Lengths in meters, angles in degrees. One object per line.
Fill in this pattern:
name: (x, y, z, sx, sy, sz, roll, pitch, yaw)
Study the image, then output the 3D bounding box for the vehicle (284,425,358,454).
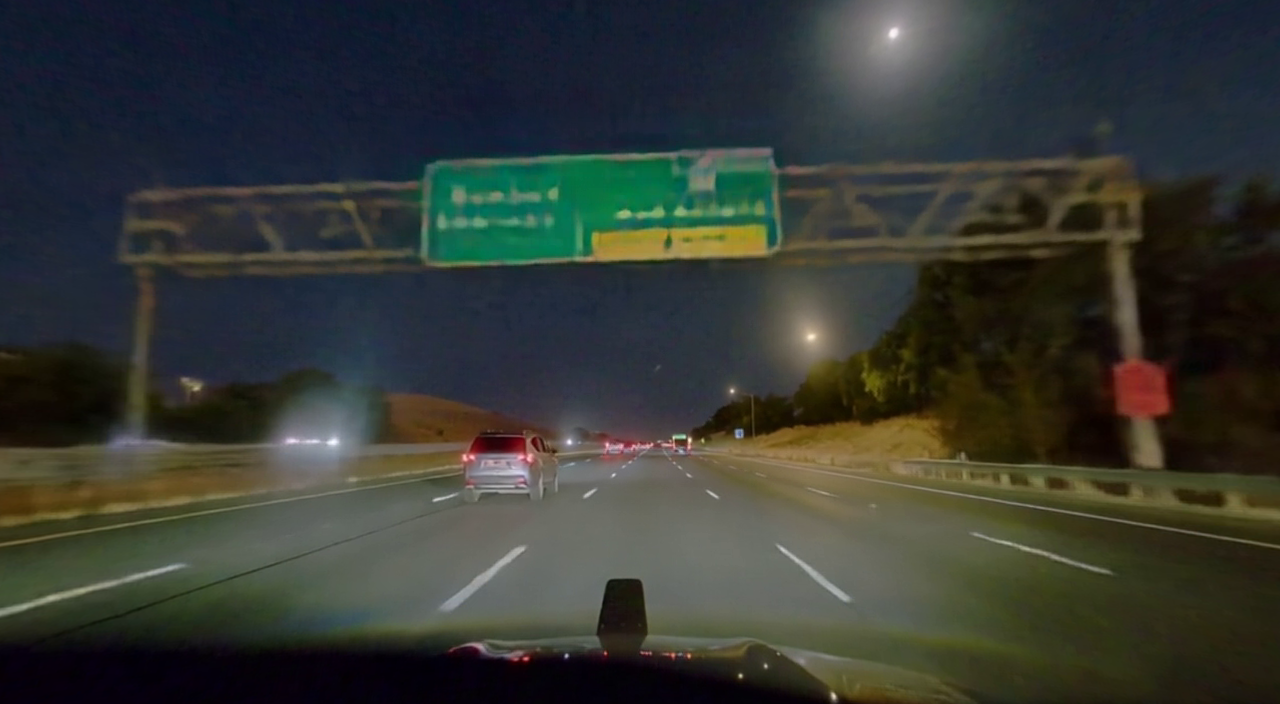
vehicle: (-23.917, 6.636, 47.620, 2.243, 1.985, 6.208, 0, -9, 1)

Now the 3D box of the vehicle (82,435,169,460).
vehicle: (-32.211, 6.011, 39.671, 1.783, 1.513, 4.313, 0, -9, 0)

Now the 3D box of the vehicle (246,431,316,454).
vehicle: (-28.085, 7.169, 49.585, 2.144, 1.674, 5.580, 0, -9, 1)

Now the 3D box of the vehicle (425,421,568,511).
vehicle: (-3.236, 2.717, 15.445, 2.218, 1.848, 4.789, 0, -9, 2)
